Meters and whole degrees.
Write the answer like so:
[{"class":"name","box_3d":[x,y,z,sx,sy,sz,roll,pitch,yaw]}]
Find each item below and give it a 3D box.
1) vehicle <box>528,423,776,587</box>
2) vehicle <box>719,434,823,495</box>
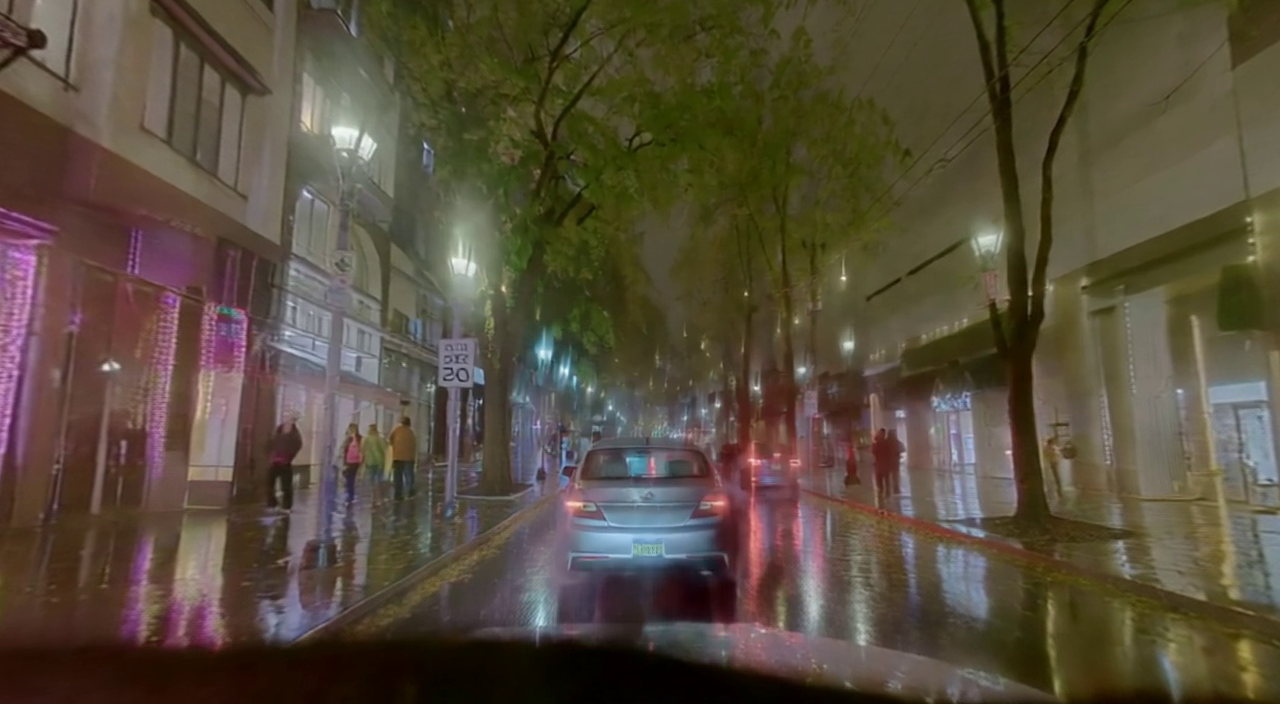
[{"class":"vehicle","box_3d":[0.085,1.715,7.917,2.261,1.474,4.130,0,-8,-1]},{"class":"vehicle","box_3d":[3.618,3.196,18.351,2.025,1.523,4.426,0,-9,0]}]
